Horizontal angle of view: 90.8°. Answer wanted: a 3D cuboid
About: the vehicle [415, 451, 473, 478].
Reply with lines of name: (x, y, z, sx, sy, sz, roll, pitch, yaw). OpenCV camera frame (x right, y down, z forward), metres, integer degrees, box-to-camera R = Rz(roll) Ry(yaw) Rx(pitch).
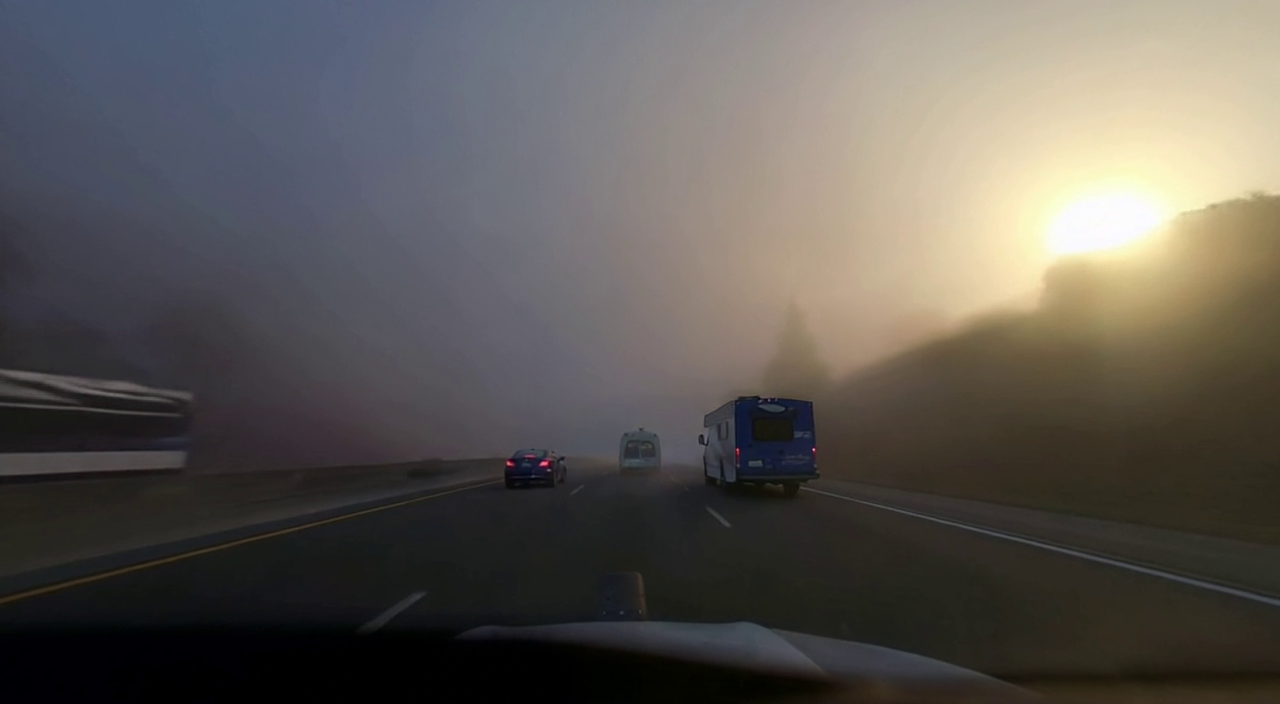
vehicle: (-11.456, 6.560, 37.132, 1.966, 1.453, 4.217, 0, -9, 1)

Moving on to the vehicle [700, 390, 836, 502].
vehicle: (3.691, 3.001, 20.210, 2.607, 2.910, 7.252, 0, -9, -2)

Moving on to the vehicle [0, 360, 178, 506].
vehicle: (-19.602, 2.215, 17.365, 2.914, 4.094, 14.271, 0, -9, 0)

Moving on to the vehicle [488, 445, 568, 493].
vehicle: (-3.846, 4.094, 22.509, 1.959, 1.502, 4.559, 0, -9, 0)

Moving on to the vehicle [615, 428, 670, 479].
vehicle: (0.093, 5.036, 31.342, 2.524, 2.310, 4.986, 0, -9, 0)
